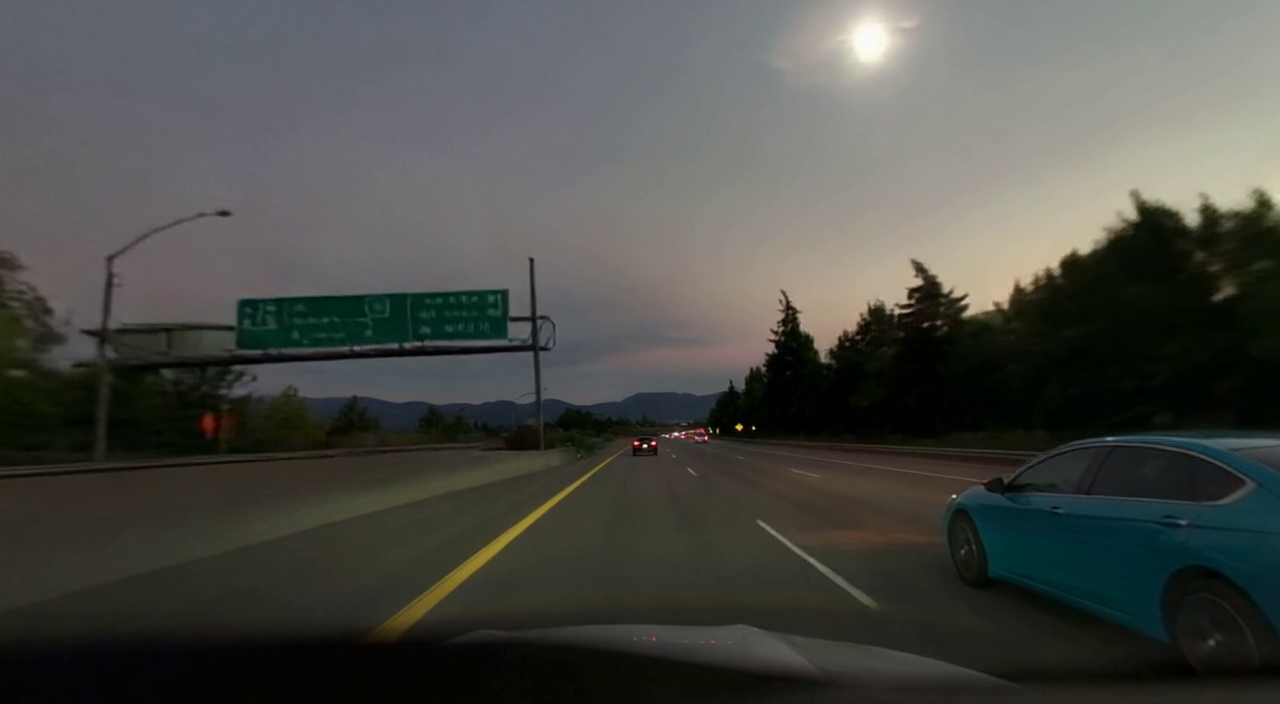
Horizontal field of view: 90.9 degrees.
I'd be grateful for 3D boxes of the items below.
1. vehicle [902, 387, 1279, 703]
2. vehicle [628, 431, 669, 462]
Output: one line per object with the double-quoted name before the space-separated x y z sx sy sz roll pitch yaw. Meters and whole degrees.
"vehicle" 3.608 1.064 3.885 1.981 1.467 4.459 0 -8 -1
"vehicle" 0.387 4.972 33.410 2.046 1.526 3.903 0 -8 -1
